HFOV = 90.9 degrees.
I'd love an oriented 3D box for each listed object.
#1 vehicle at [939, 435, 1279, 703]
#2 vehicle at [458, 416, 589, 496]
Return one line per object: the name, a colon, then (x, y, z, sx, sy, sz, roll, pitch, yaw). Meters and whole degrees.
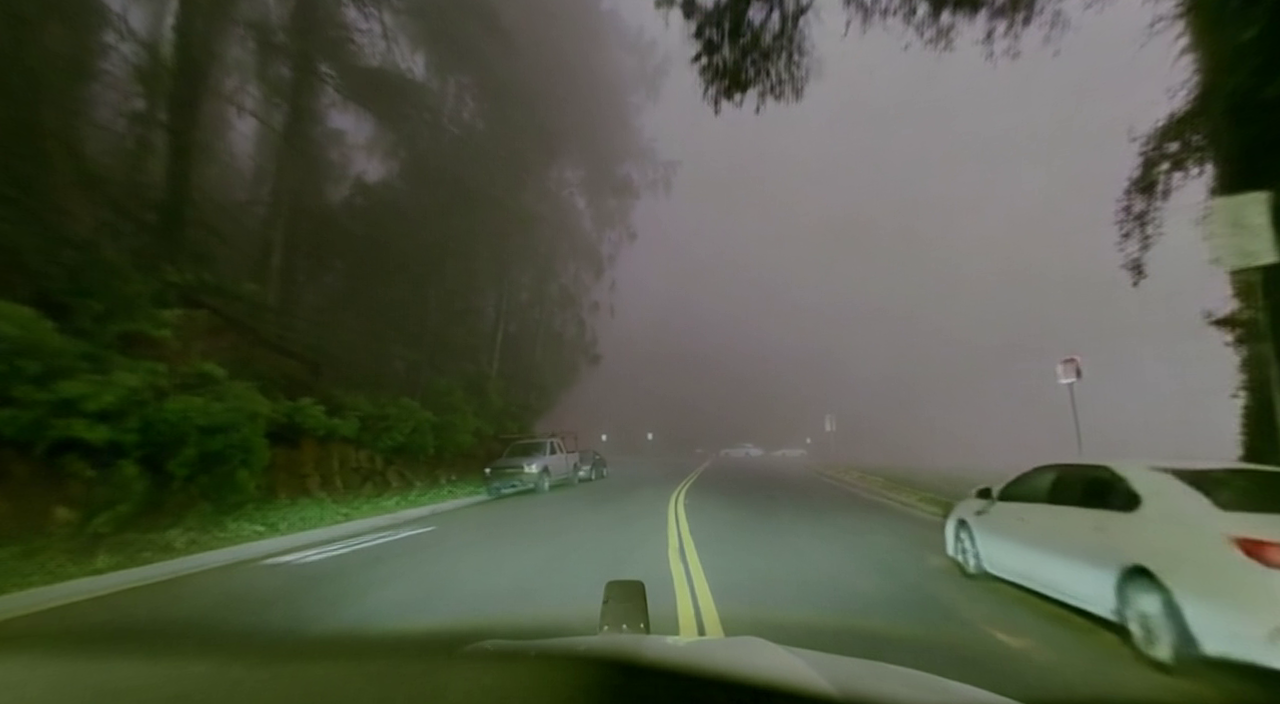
vehicle: (4.260, 1.389, 4.905, 2.033, 1.424, 4.560, -1, -8, 6)
vehicle: (-3.680, 3.628, 21.266, 2.583, 2.167, 5.667, -5, -12, 8)
